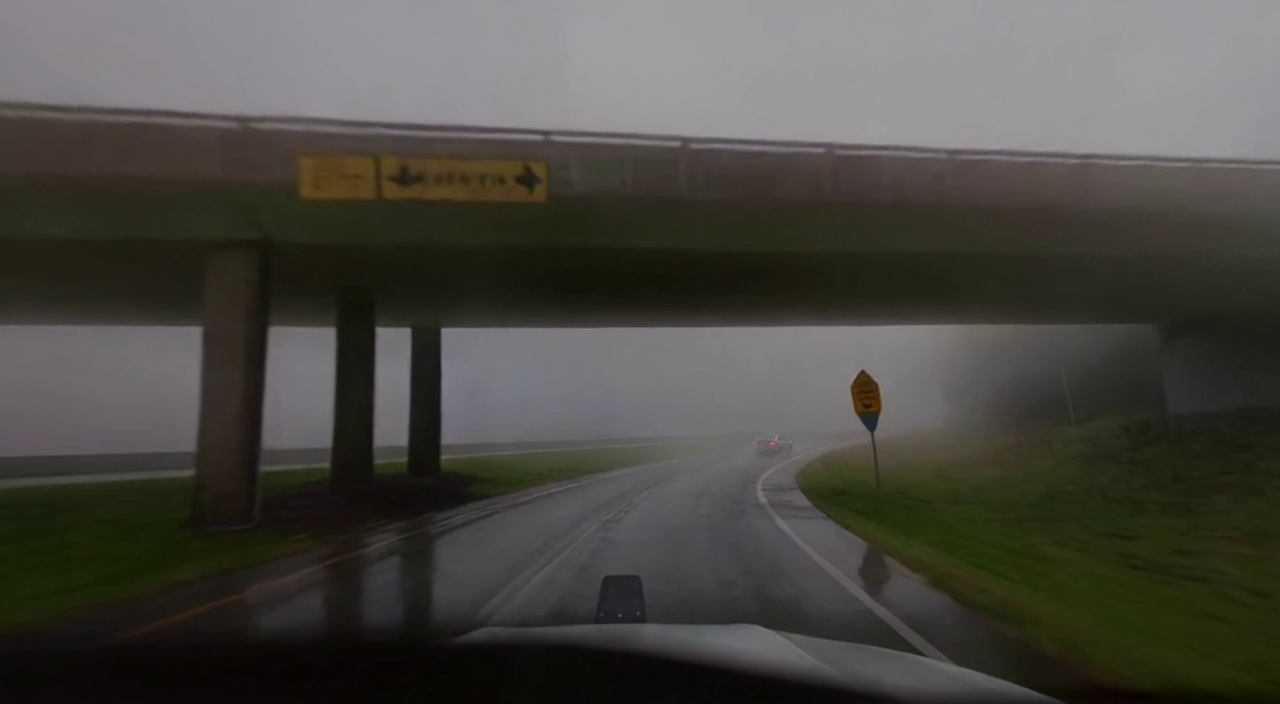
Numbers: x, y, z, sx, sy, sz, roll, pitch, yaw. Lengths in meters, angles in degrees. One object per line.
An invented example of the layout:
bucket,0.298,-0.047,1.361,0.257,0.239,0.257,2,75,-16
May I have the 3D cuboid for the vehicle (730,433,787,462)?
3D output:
vehicle,6.333,5.061,33.365,1.980,1.449,3.650,-5,-10,26
